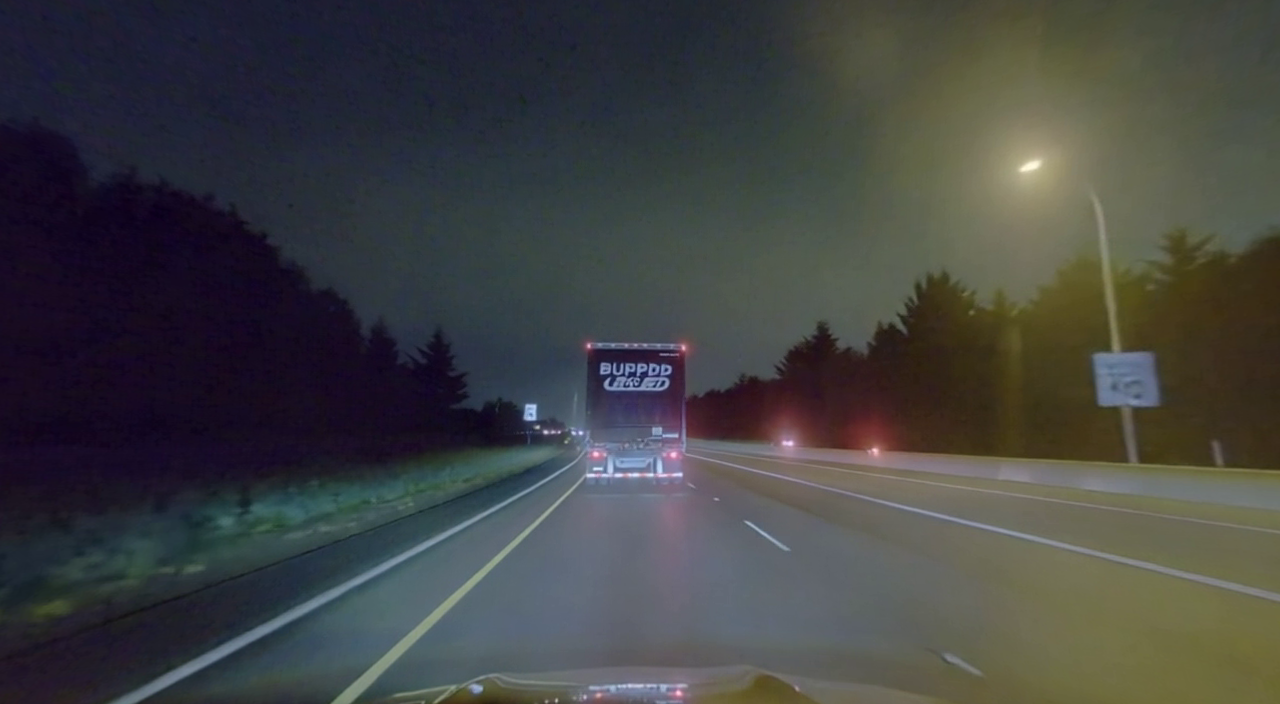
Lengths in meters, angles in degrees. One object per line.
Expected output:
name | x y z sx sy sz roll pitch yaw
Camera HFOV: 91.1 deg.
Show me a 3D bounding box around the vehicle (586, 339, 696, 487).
vehicle | -0.114 2.180 21.036 2.870 3.911 8.697 0 -8 -2
